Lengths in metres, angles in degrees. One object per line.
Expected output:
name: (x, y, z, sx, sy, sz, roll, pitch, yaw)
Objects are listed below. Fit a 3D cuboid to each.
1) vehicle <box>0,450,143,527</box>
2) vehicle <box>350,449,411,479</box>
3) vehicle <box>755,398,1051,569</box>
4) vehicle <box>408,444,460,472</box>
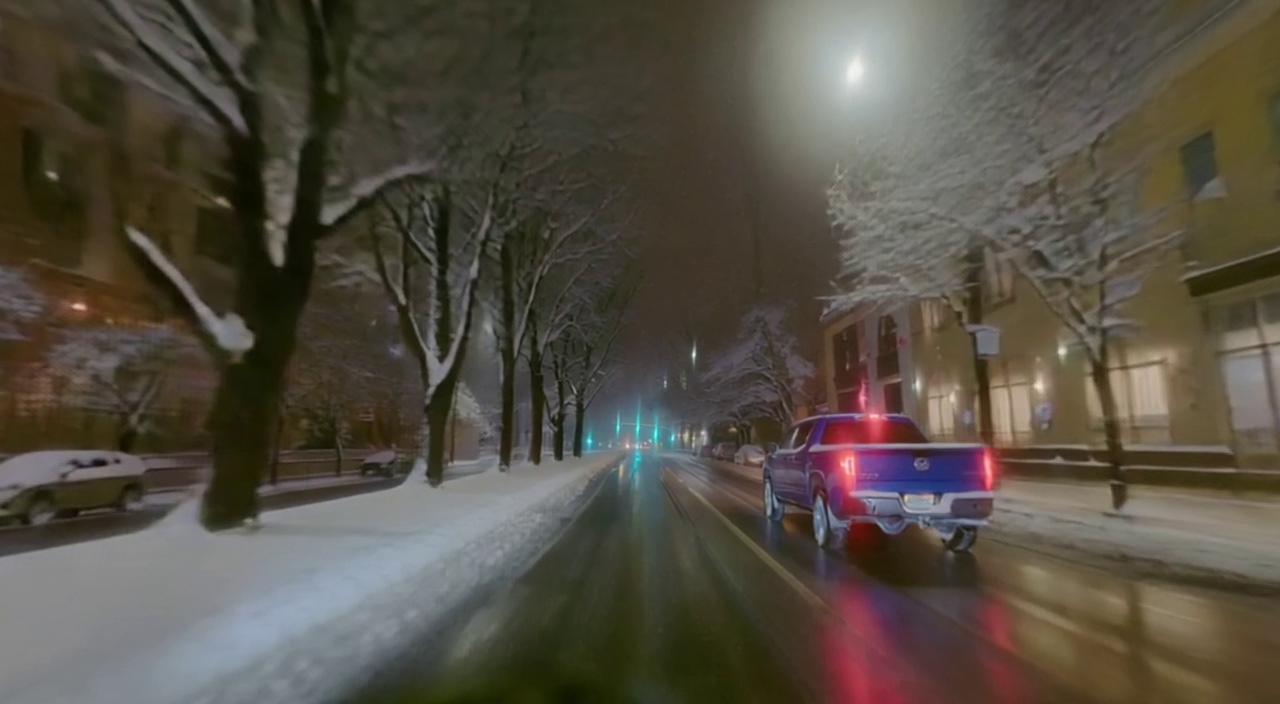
vehicle: (-15.905, 3.513, 16.735, 1.913, 1.734, 4.357, 0, -9, -3)
vehicle: (-16.008, 6.902, 39.108, 1.919, 1.616, 4.723, -2, -8, -1)
vehicle: (3.319, 1.815, 9.520, 2.085, 1.828, 5.383, 0, -9, -1)
vehicle: (-15.661, 8.068, 48.149, 2.097, 1.852, 5.090, -3, -9, 2)
